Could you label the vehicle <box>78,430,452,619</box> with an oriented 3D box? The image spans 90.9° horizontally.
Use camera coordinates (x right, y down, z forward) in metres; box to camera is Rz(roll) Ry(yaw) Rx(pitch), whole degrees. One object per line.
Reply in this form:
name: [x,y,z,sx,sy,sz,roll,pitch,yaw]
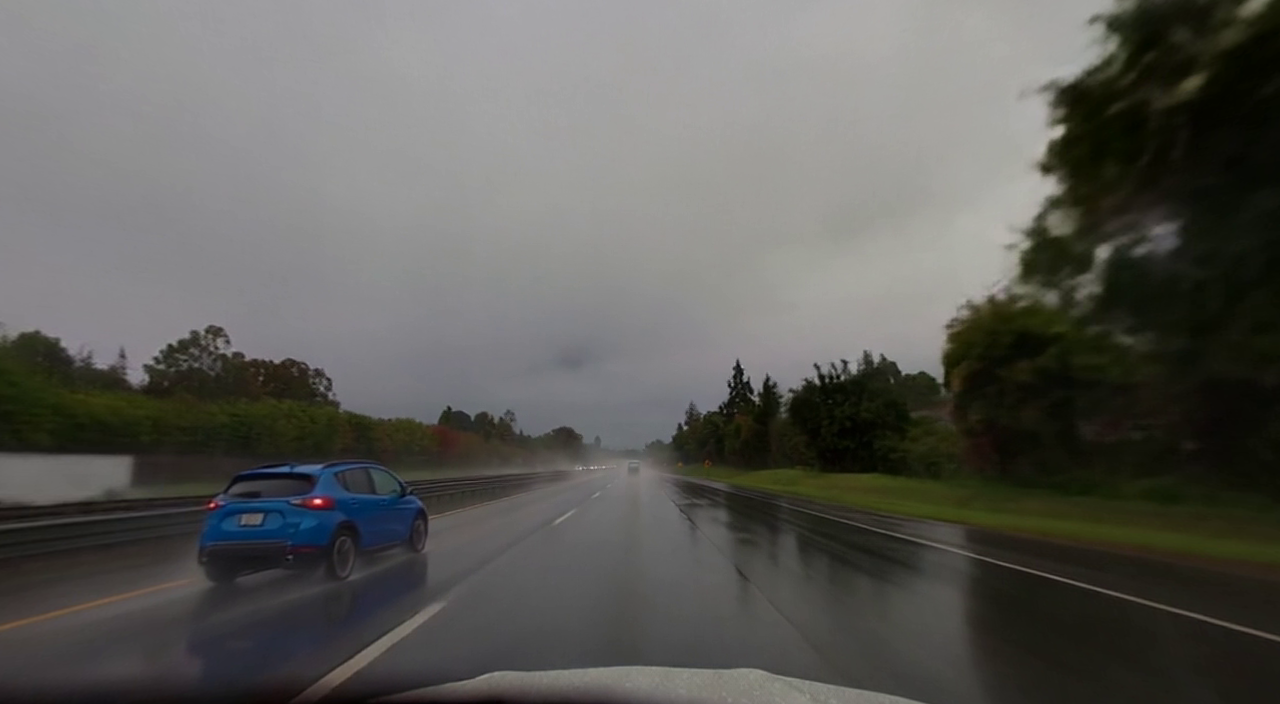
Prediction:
vehicle: [-3.752,1.815,7.368,1.797,1.532,4.072,1,-10,0]
